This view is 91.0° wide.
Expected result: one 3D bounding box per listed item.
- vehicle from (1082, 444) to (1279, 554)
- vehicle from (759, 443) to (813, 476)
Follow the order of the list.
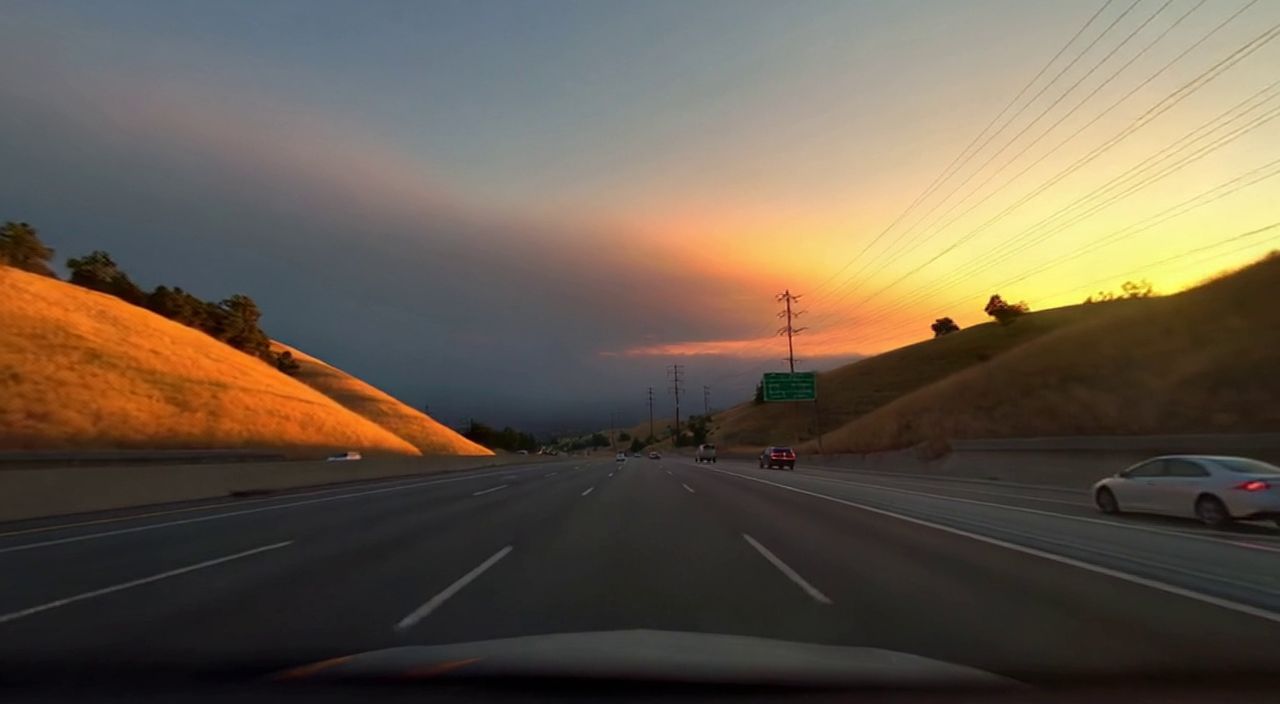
[{"bbox_3d":[9.665,2.289,10.424,1.884,1.486,3.770,0,-9,-1],"label":"vehicle"},{"bbox_3d":[8.741,6.476,38.153,2.108,1.870,4.435,0,-9,-1],"label":"vehicle"}]
